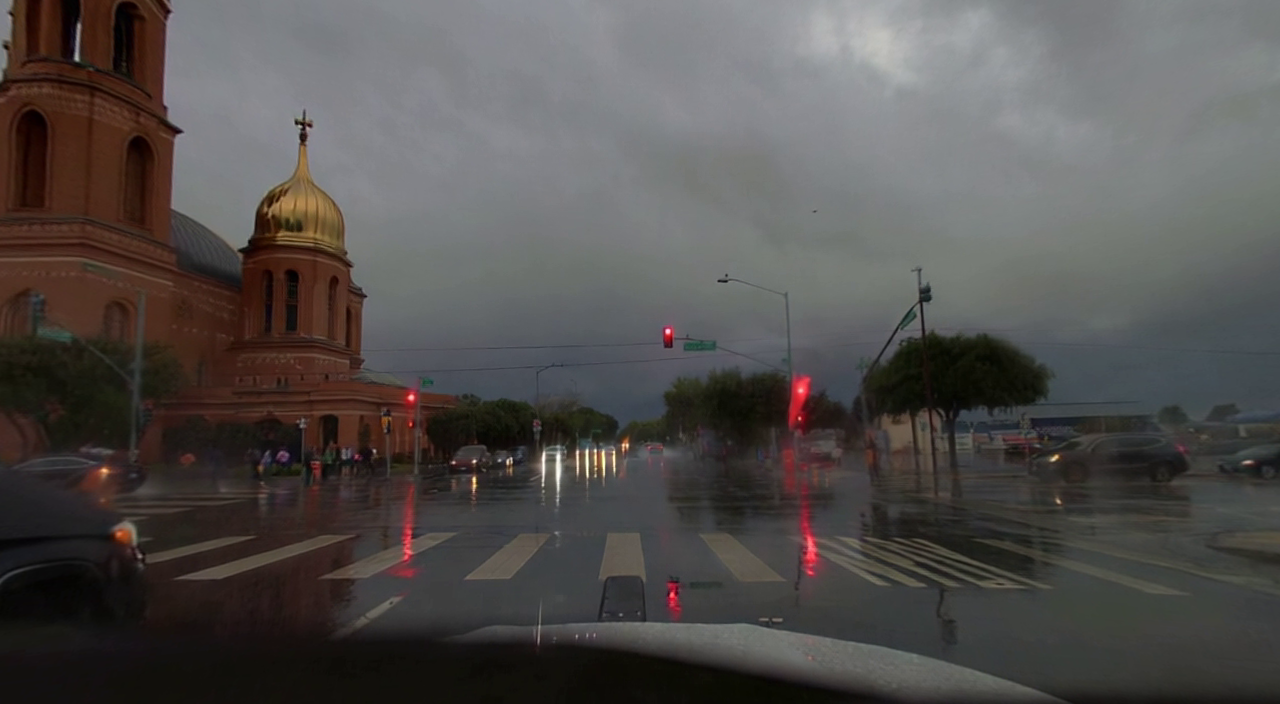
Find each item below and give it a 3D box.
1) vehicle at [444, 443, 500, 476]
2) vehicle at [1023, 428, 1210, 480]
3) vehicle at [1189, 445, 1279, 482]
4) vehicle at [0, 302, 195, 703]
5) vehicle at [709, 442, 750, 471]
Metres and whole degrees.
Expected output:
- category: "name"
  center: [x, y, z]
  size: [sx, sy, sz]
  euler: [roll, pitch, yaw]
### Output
- category: "vehicle"
  center: [-10.245, 6.604, 38.965]
  size: [2.076, 1.876, 4.669]
  euler: [0, -8, 1]
- category: "vehicle"
  center: [19.868, 4.288, 26.574]
  size: [5.852, 2.057, 2.361]
  euler: [0, -8, 0]
- category: "vehicle"
  center: [26.375, 4.687, 26.693]
  size: [4.561, 1.475, 1.850]
  euler: [0, -8, 0]
- category: "vehicle"
  center: [-3.884, 0.539, 0.917]
  size: [2.251, 2.009, 5.688]
  euler: [0, -8, 1]
- category: "vehicle"
  center: [5.812, 6.836, 41.502]
  size: [1.969, 1.776, 4.329]
  euler: [0, -8, -1]
